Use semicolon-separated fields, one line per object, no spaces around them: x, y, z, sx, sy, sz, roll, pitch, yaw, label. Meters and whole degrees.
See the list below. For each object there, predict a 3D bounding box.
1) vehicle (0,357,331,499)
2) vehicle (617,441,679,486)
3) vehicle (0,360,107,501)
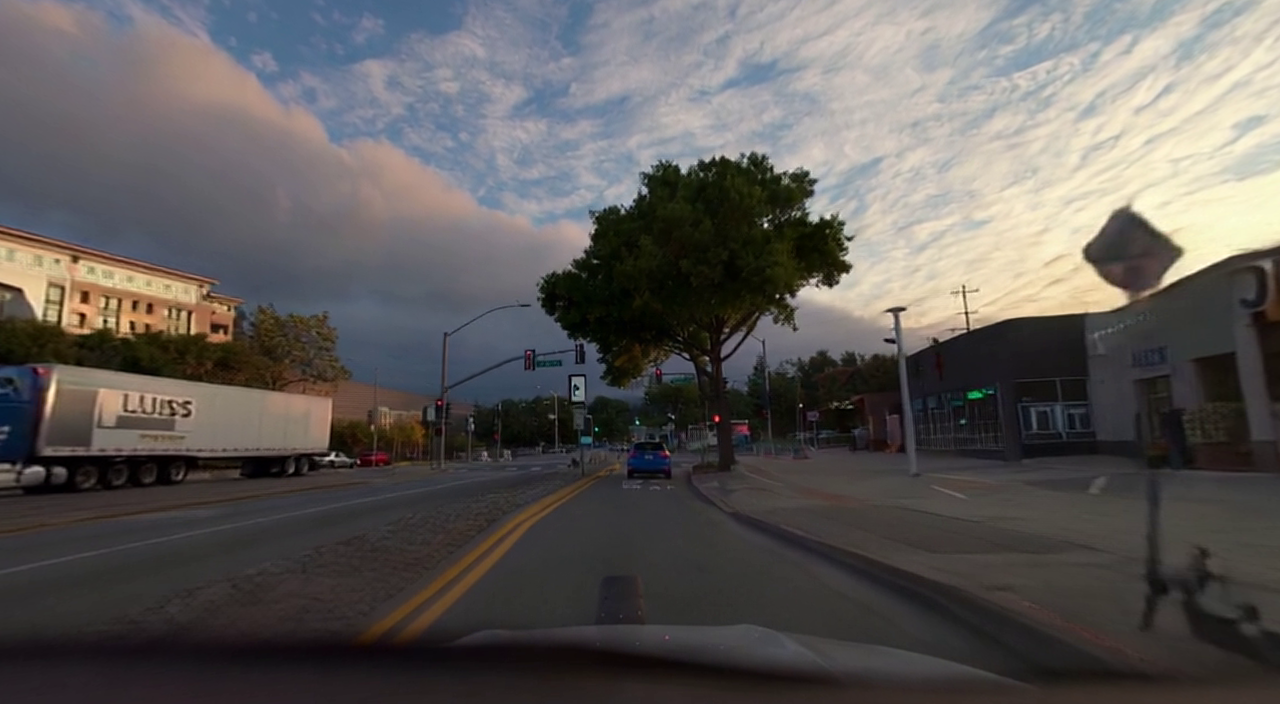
-17.596;3.024;23.808;2.792;4.025;11.784;-3;-9;20;vehicle
0.336;3.937;22.660;2.006;1.470;3.799;0;-8;2;vehicle
-19.784;2.220;17.890;3.045;3.961;6.104;-3;-9;19;vehicle
